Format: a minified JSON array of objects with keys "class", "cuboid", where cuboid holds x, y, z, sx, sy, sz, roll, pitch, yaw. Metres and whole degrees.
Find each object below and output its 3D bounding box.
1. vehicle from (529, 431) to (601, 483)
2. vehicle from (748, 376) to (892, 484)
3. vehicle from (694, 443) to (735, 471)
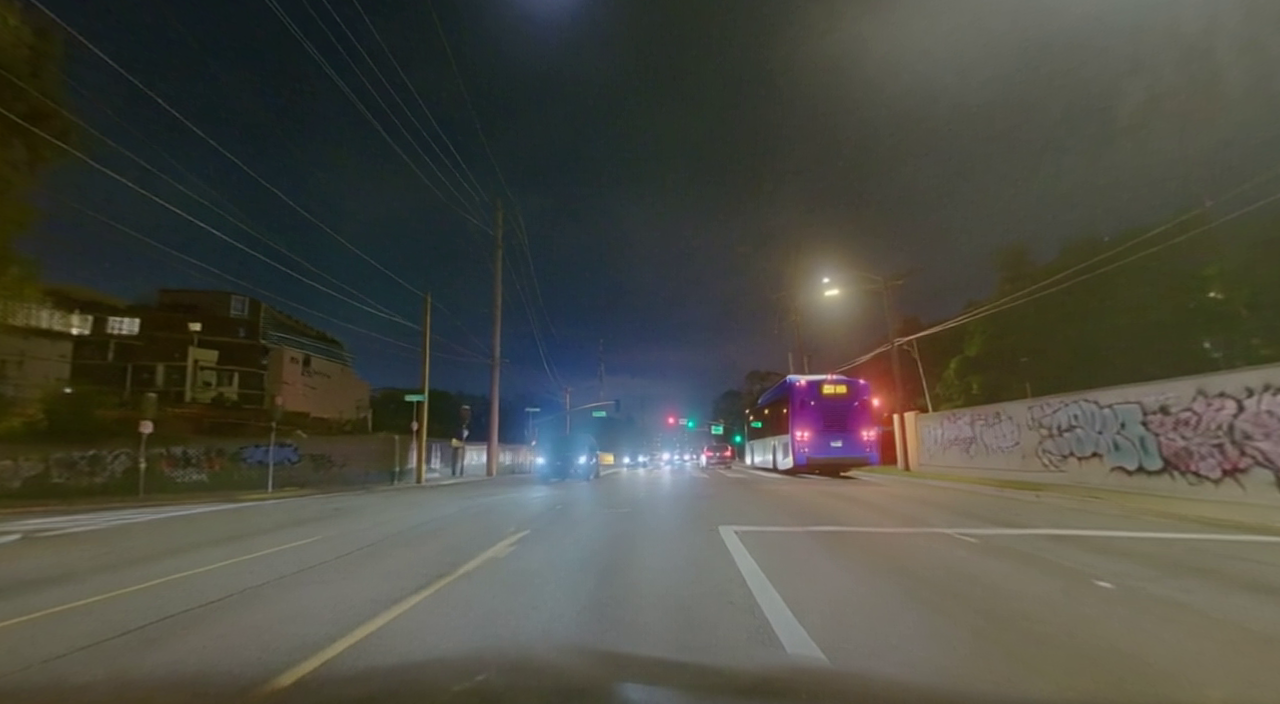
[{"class":"vehicle","cuboid":[-2.787,4.025,24.475,2.015,1.818,4.061,-1,-8,4]},{"class":"vehicle","cuboid":[6.823,3.414,26.592,3.045,3.447,12.604,-1,-8,3]},{"class":"vehicle","cuboid":[4.168,5.899,35.816,1.961,1.470,4.196,0,-8,2]}]
